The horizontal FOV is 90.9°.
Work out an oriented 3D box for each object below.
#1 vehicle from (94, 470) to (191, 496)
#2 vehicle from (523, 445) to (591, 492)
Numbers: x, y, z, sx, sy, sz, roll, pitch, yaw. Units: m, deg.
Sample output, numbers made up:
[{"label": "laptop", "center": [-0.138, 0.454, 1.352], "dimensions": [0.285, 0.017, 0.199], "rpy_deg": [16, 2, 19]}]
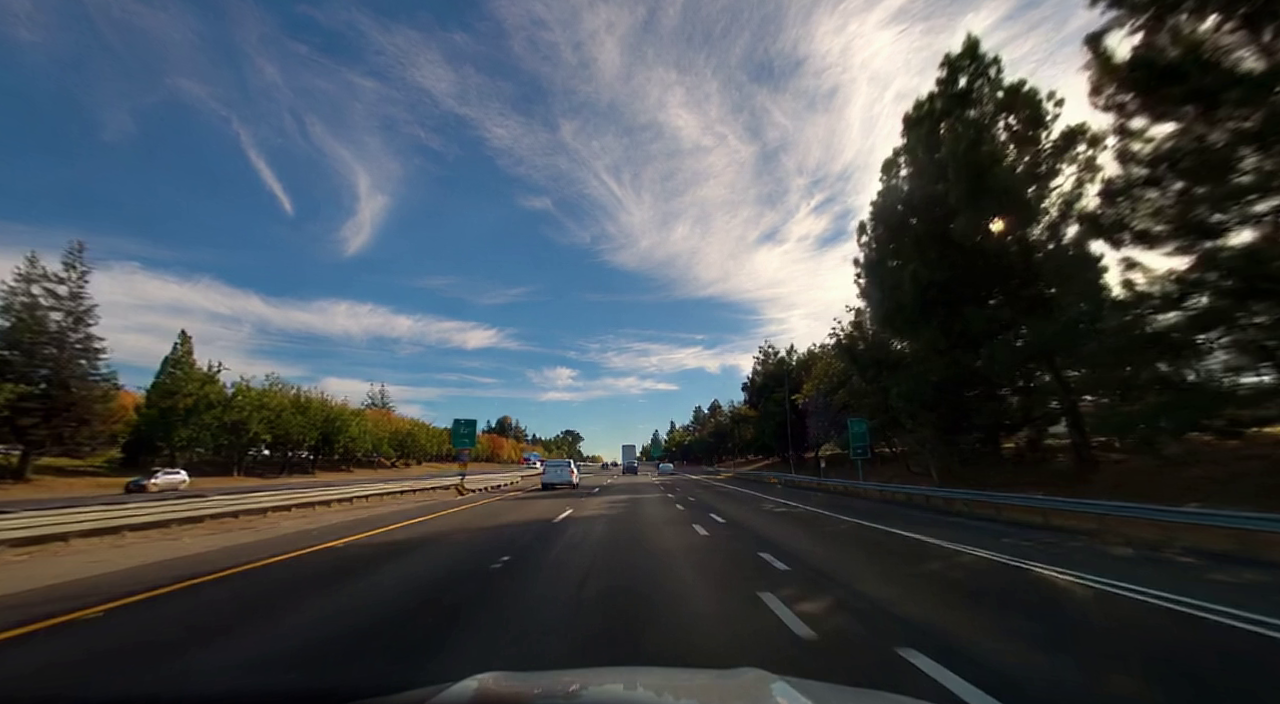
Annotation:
[{"label": "vehicle", "center": [-30.741, 8.108, 39.099], "dimensions": [1.771, 1.457, 4.492], "rpy_deg": [-1, -11, 11]}, {"label": "vehicle", "center": [-3.572, 5.182, 28.080], "dimensions": [2.390, 1.879, 4.423], "rpy_deg": [1, -10, 1]}]
